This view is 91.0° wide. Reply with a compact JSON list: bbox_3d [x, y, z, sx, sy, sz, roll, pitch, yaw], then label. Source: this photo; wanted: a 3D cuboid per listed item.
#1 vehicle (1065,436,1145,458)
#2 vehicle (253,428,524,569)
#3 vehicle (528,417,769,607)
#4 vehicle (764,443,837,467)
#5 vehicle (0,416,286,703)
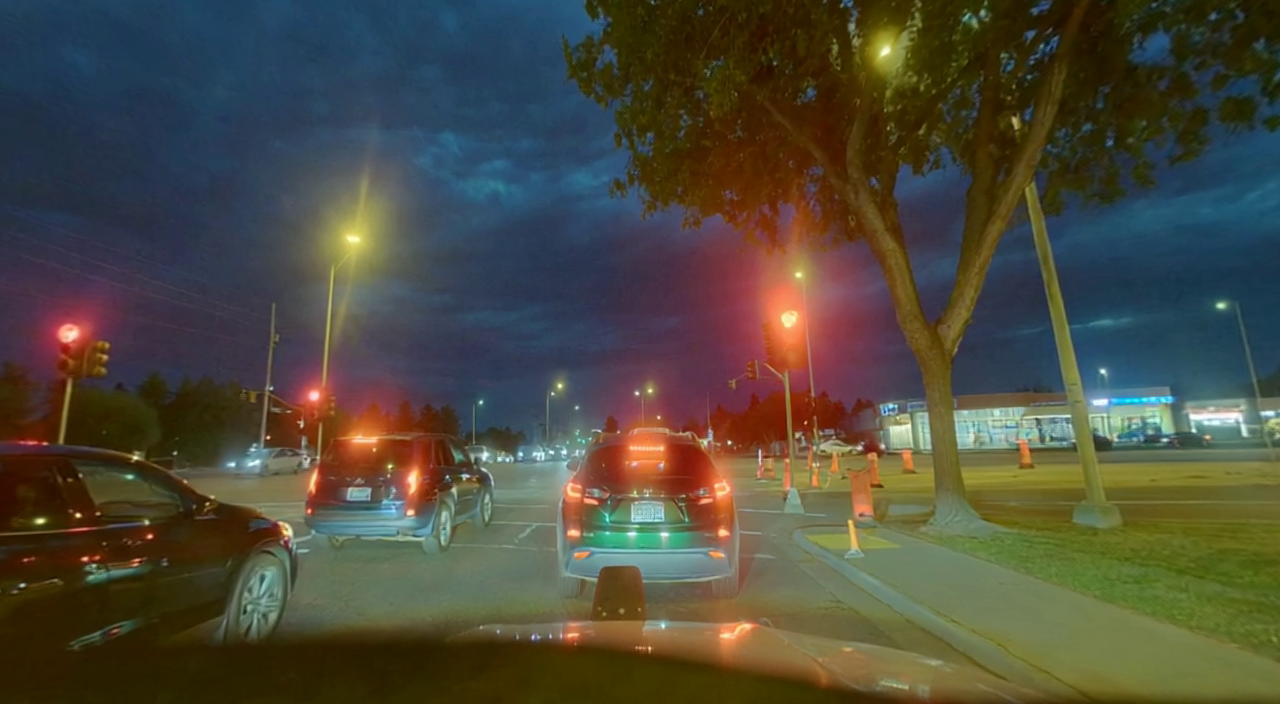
[{"bbox_3d":[36.885,7.530,49.969,4.791,1.635,1.857,0,-9,1],"label":"vehicle"},{"bbox_3d":[-3.272,1.998,9.450,1.989,1.541,4.626,0,-9,2],"label":"vehicle"},{"bbox_3d":[0.110,1.628,7.214,2.021,1.560,3.676,0,-9,1],"label":"vehicle"},{"bbox_3d":[10.606,6.833,41.903,4.579,1.480,1.819,-1,-9,12],"label":"vehicle"},{"bbox_3d":[-3.600,0.947,2.145,1.964,1.497,4.722,0,-9,1],"label":"vehicle"}]
